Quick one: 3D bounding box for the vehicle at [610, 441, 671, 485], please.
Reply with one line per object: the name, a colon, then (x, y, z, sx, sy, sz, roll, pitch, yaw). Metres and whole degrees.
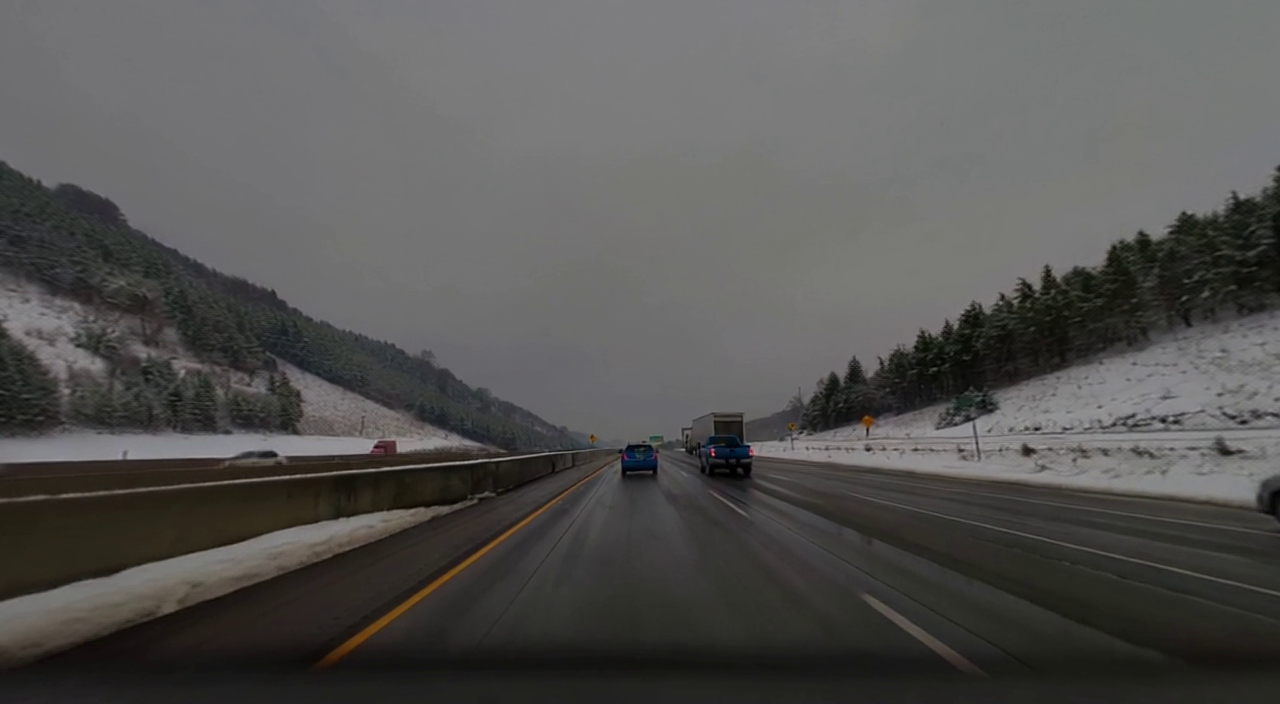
vehicle: (-0.038, 4.123, 23.763, 2.083, 1.477, 3.965, 0, -9, -2)

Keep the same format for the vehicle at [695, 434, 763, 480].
vehicle: (3.711, 4.472, 27.181, 2.098, 1.794, 4.561, 0, -9, -2)
